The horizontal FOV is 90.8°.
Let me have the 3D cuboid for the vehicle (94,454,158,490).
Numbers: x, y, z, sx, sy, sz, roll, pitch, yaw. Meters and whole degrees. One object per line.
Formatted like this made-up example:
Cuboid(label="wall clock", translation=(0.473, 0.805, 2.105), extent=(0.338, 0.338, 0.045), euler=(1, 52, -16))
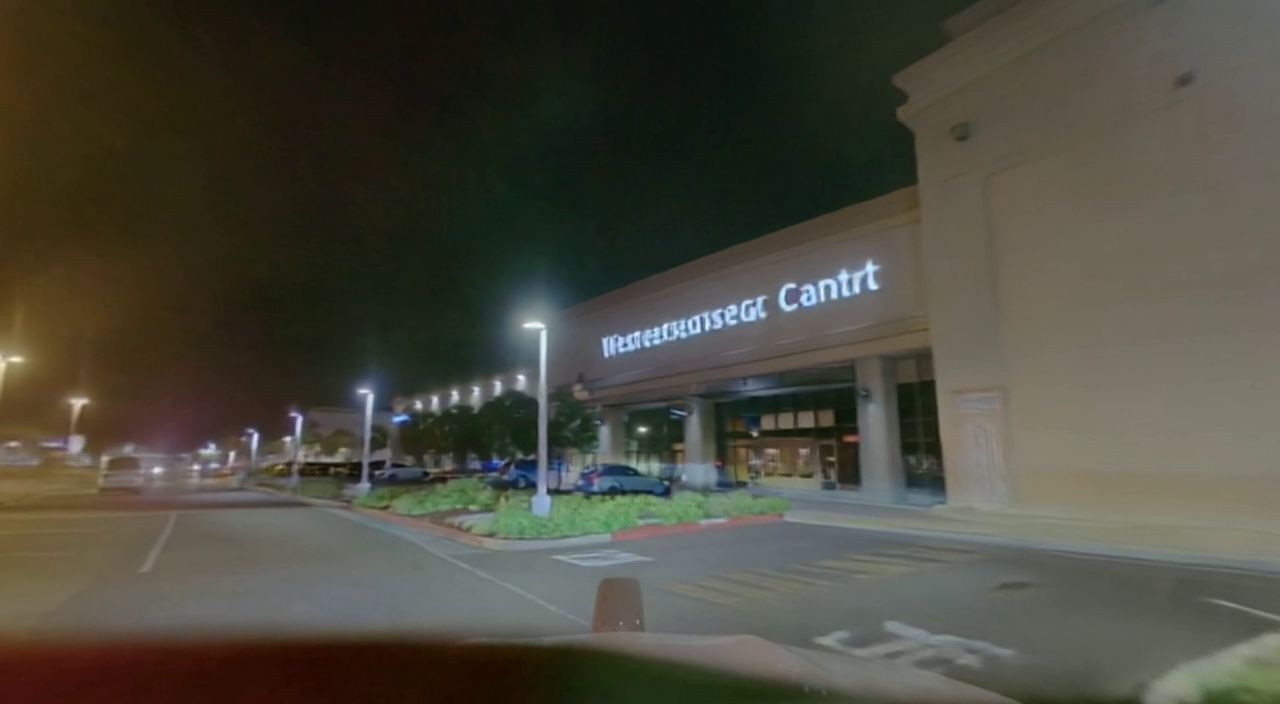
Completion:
Cuboid(label="vehicle", translation=(-28.916, 6.724, 35.710), extent=(2.180, 1.806, 4.541), euler=(5, -10, -32))
